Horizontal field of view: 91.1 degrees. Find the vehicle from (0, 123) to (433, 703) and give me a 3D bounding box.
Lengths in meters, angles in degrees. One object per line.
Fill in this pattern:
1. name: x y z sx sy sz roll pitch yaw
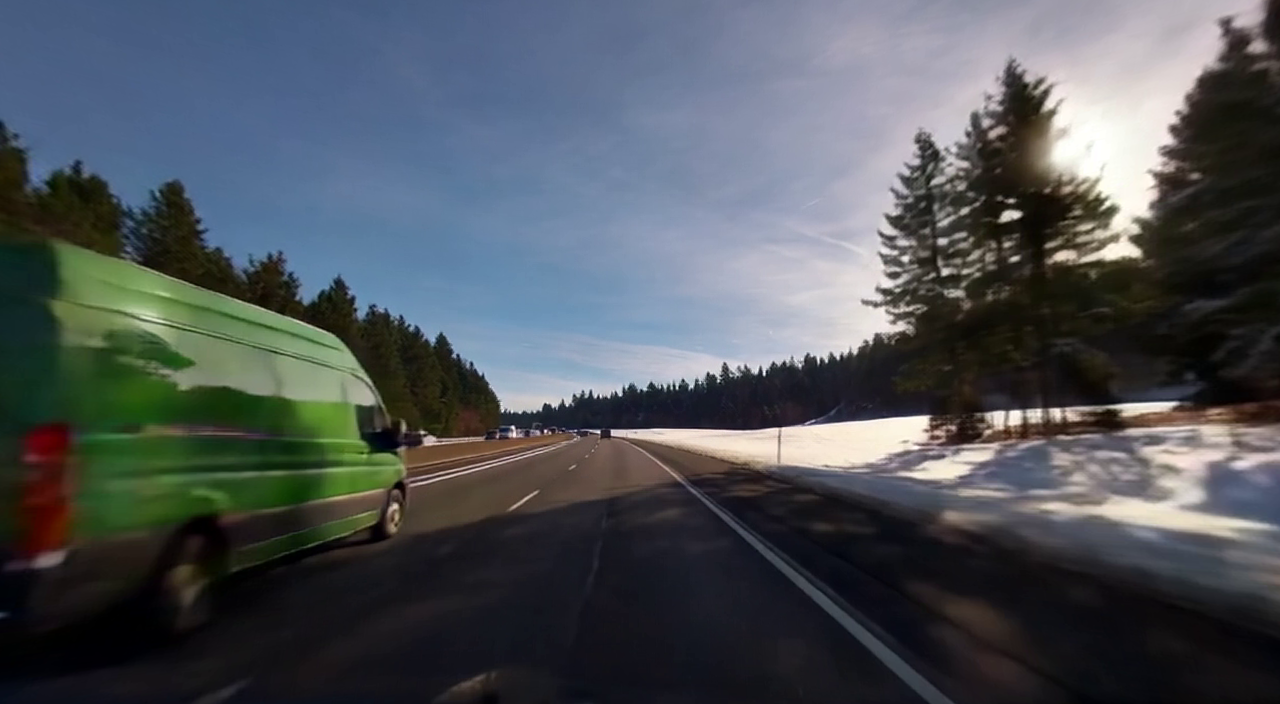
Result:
1. vehicle: -3.818 0.685 4.865 2.561 2.509 5.465 0 -8 0
